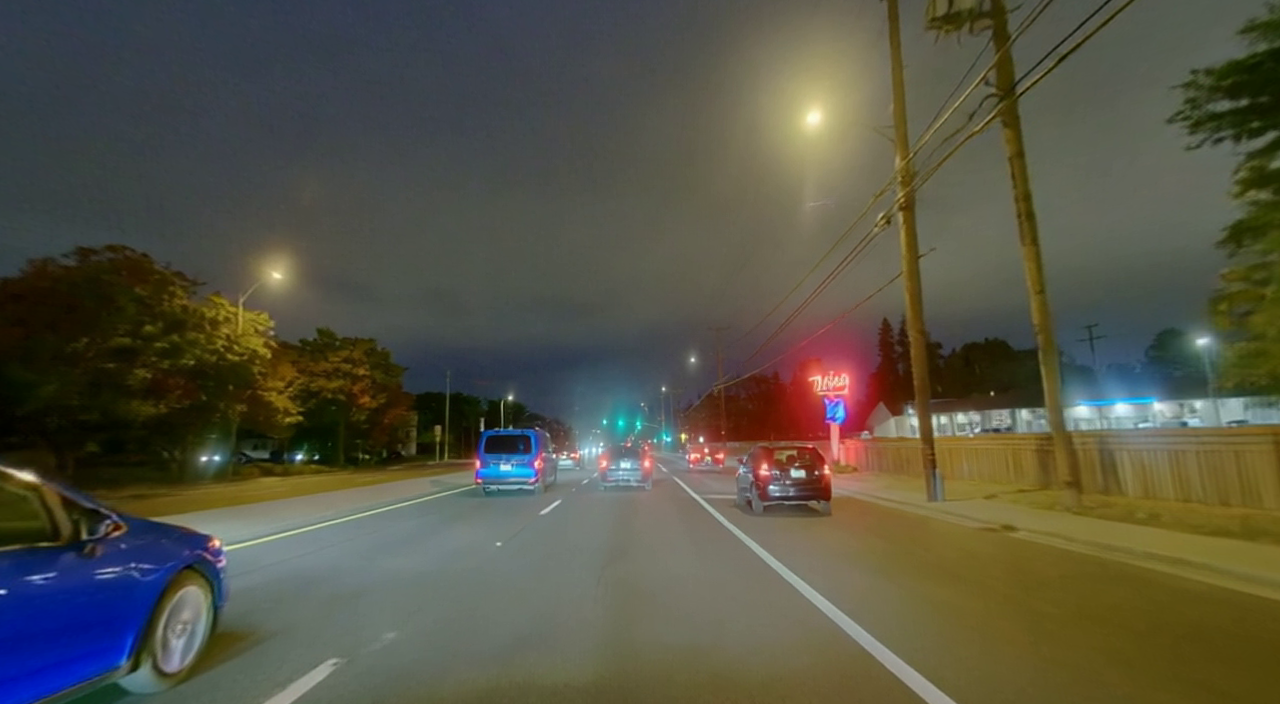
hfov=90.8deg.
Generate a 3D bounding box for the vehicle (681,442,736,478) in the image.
[{"bbox_3d":[3.027,4.865,28.754,1.878,1.479,4.461,0,-9,-2],"label":"vehicle"}]

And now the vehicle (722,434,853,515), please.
[{"bbox_3d":[3.055,2.608,13.931,1.880,1.521,3.724,0,-9,-2],"label":"vehicle"}]

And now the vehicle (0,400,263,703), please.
[{"bbox_3d":[-3.340,0.814,1.651,2.004,1.454,4.349,0,-9,0],"label":"vehicle"}]

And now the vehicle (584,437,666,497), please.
[{"bbox_3d":[-0.393,3.243,18.130,2.097,1.511,3.809,0,-9,0],"label":"vehicle"}]

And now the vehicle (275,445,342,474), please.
[{"bbox_3d":[-23.113,7.492,44.262,2.094,1.899,4.789,0,-9,-1],"label":"vehicle"}]

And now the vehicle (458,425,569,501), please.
[{"bbox_3d":[-3.356,3.066,17.846,2.092,1.839,4.736,0,-9,1],"label":"vehicle"}]
